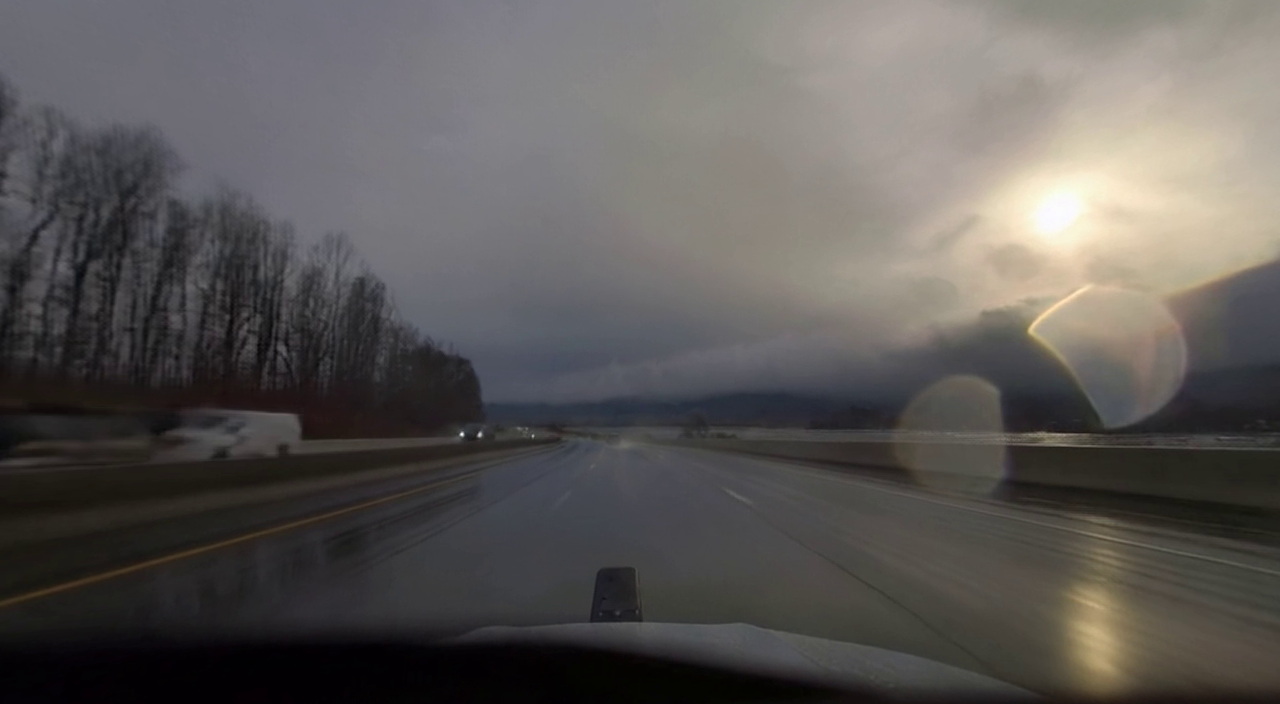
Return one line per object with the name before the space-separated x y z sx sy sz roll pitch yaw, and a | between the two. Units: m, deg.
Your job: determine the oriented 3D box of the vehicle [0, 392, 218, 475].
vehicle | -15.027 2.271 18.068 2.389 1.895 4.784 4 -6 0
